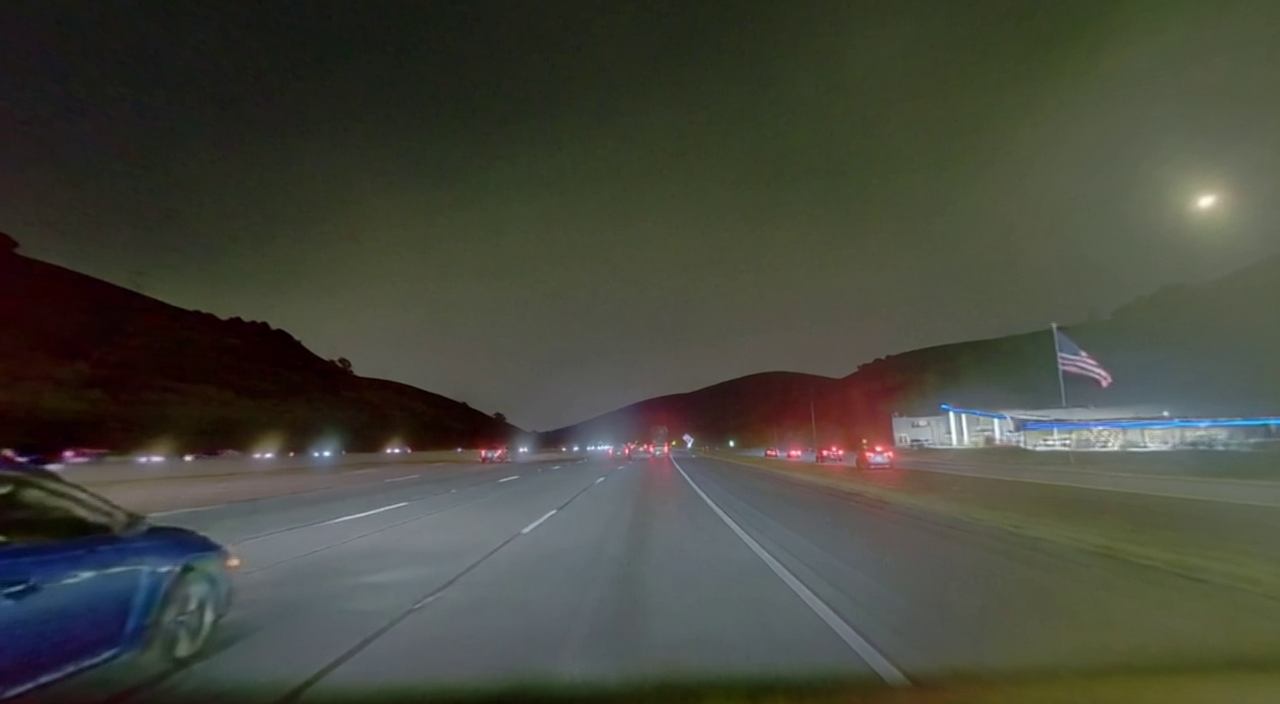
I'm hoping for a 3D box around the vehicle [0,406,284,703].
[{"bbox_3d":[-3.525,0.949,2.359,1.896,1.491,4.146,0,-8,1],"label":"vehicle"}]

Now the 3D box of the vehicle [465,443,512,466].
[{"bbox_3d":[-10.183,6.921,42.766,1.927,1.454,4.395,-1,-8,3],"label":"vehicle"}]
